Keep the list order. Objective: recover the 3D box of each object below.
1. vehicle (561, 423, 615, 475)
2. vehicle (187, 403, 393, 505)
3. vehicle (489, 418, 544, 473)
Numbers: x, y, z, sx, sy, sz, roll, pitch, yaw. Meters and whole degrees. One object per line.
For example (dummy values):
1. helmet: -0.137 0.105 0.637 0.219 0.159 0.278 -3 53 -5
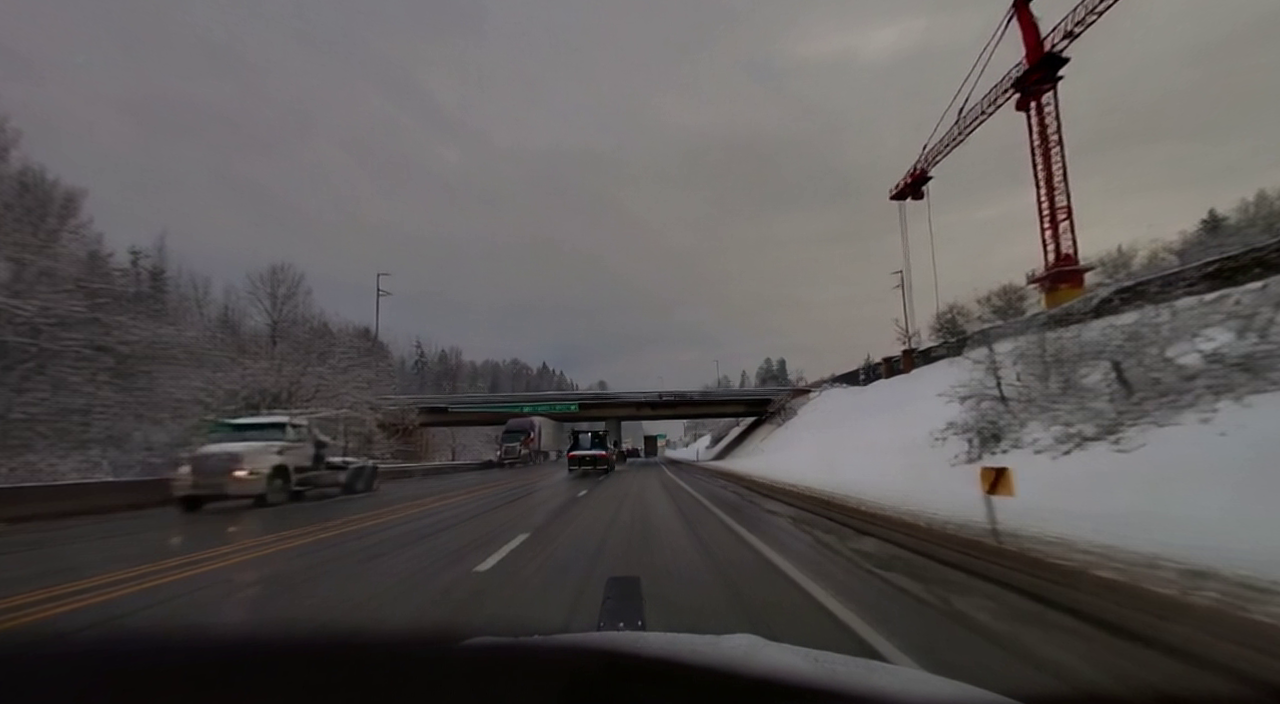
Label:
1. vehicle: -2.933 5.697 37.066 2.565 2.771 6.641 0 -9 0
2. vehicle: -10.160 3.098 19.225 2.762 2.579 6.099 0 -9 0
3. vehicle: -9.519 7.294 49.179 2.918 3.990 5.826 0 -9 1
